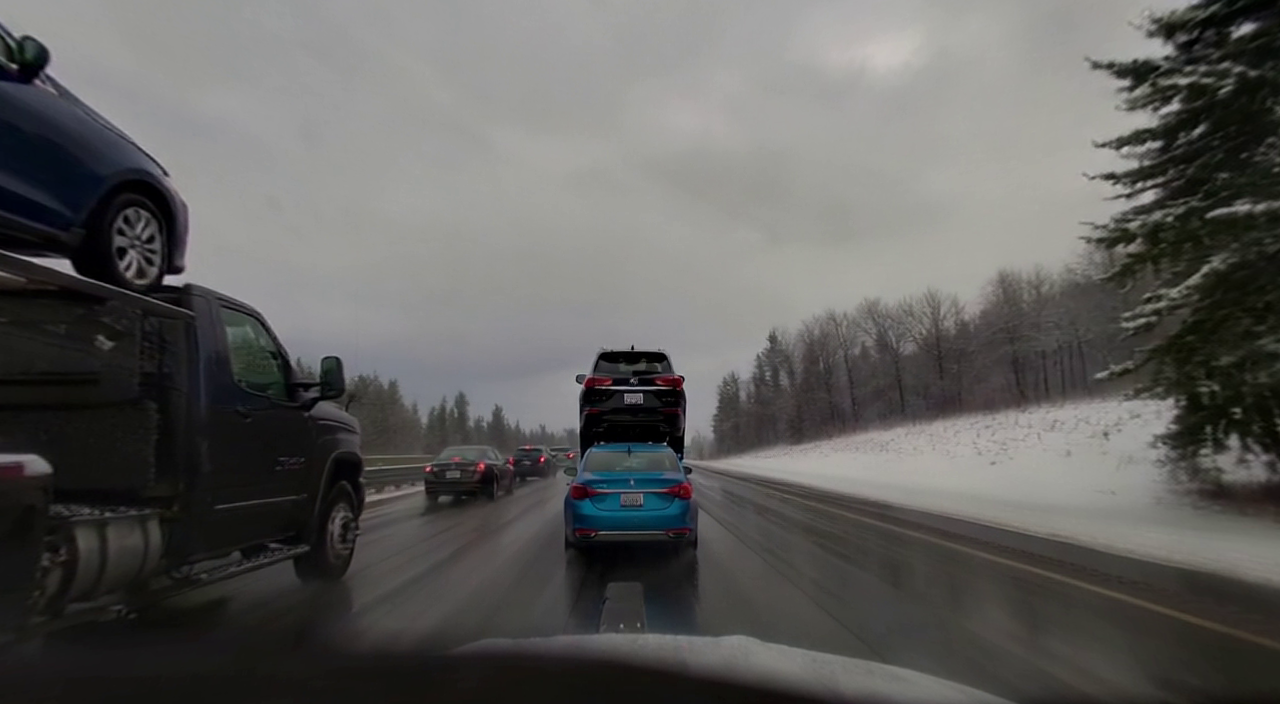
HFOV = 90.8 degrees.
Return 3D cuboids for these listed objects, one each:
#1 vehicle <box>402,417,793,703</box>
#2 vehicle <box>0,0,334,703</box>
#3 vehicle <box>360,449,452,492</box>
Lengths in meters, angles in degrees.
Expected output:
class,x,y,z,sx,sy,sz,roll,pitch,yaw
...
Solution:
class,x,y,z,sx,sy,sz,roll,pitch,yaw
vehicle,-0.262,1.363,4.998,1.991,1.507,3.391,0,-9,-2
vehicle,-4.527,0.022,3.154,2.963,3.836,6.016,0,-9,-2
vehicle,-8.780,4.451,24.117,1.834,1.469,4.362,0,-9,0
